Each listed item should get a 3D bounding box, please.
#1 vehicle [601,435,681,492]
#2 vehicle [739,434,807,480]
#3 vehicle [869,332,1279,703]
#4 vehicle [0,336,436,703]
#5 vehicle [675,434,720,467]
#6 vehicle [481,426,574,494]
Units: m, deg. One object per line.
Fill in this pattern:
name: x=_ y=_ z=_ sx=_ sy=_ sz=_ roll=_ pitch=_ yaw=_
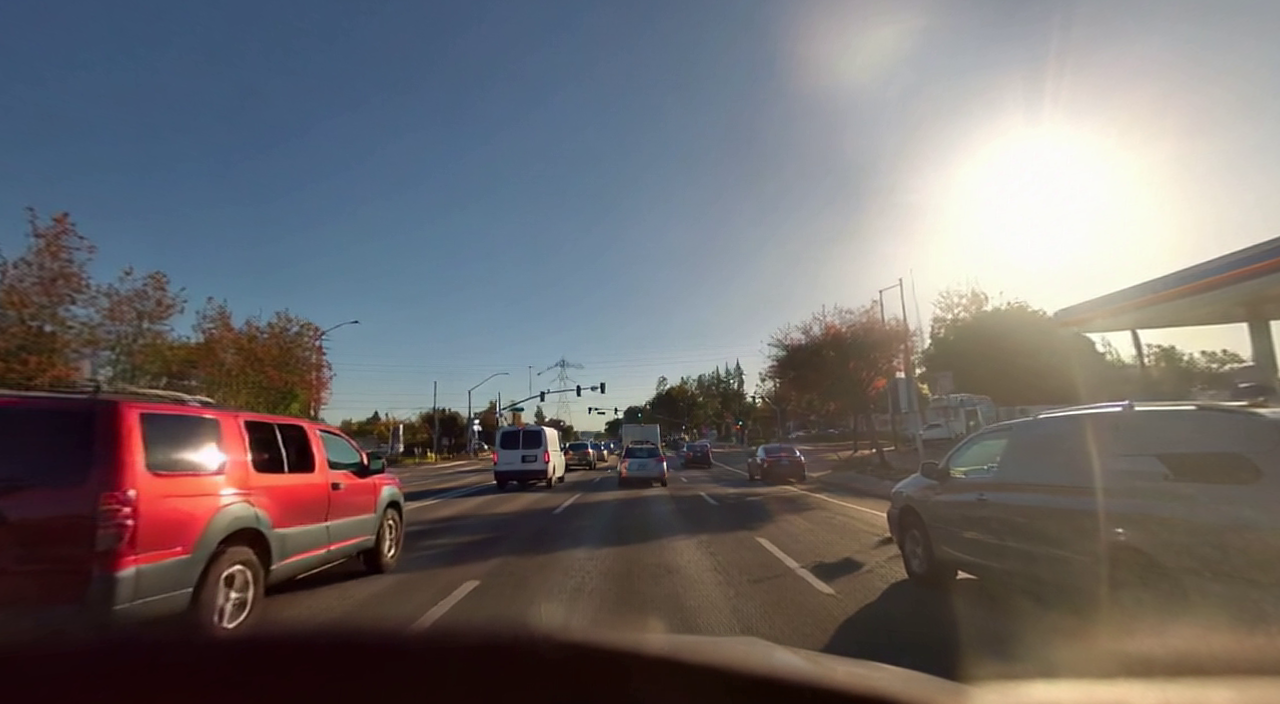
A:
vehicle: x=0.059 y=3.772 z=21.793 sx=2.426 sy=1.703 sz=5.602 roll=0 pitch=-8 yaw=0
vehicle: x=5.349 y=4.283 z=25.841 sx=2.119 sy=1.696 sz=4.623 roll=-1 pitch=-8 yaw=5
vehicle: x=3.587 y=1.118 z=4.505 sx=2.055 sy=1.786 sz=4.817 roll=0 pitch=-8 yaw=0
vehicle: x=-3.490 y=1.171 z=4.868 sx=2.002 sy=1.747 sz=5.173 roll=0 pitch=-8 yaw=1
vehicle: x=3.326 y=5.854 z=37.415 sx=2.193 sy=1.795 sz=5.130 roll=0 pitch=-8 yaw=0
vehicle: x=-3.488 y=3.483 z=20.562 sx=2.025 sy=1.936 sz=4.995 roll=0 pitch=-8 yaw=1
